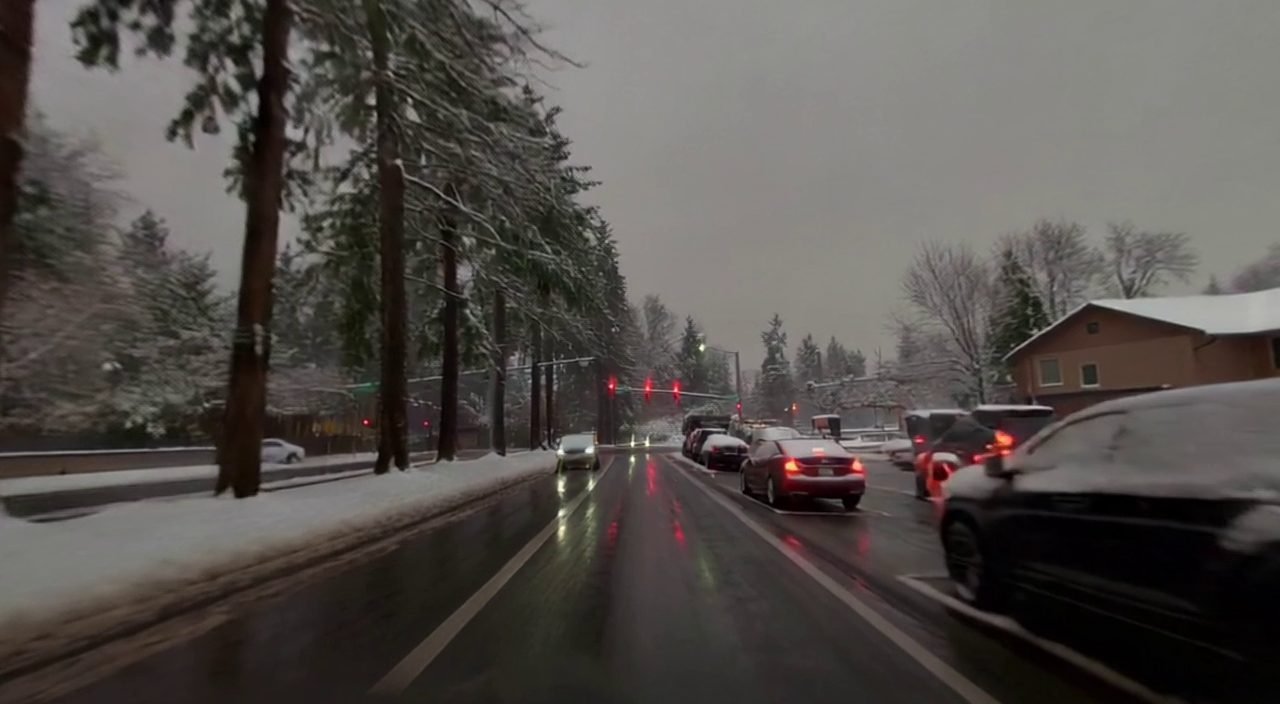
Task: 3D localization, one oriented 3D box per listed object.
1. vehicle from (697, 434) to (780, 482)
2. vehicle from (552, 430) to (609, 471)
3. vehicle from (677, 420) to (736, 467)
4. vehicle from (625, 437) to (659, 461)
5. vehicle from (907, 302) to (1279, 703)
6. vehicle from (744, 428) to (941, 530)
[{"bbox_3d":[3.183,3.529,21.261,2.080,1.445,4.096,0,-8,-1],"label":"vehicle"},{"bbox_3d":[-2.591,4.449,28.629,2.083,1.691,4.398,0,-8,1],"label":"vehicle"},{"bbox_3d":[3.281,4.722,32.542,2.337,2.144,5.976,0,-8,0],"label":"vehicle"},{"bbox_3d":[0.146,6.329,41.324,2.120,1.428,3.890,0,-8,1],"label":"vehicle"},{"bbox_3d":[3.287,0.834,3.071,1.985,1.772,4.479,0,-8,0],"label":"vehicle"},{"bbox_3d":[3.245,2.131,11.185,2.009,1.436,4.258,0,-8,-1],"label":"vehicle"}]
